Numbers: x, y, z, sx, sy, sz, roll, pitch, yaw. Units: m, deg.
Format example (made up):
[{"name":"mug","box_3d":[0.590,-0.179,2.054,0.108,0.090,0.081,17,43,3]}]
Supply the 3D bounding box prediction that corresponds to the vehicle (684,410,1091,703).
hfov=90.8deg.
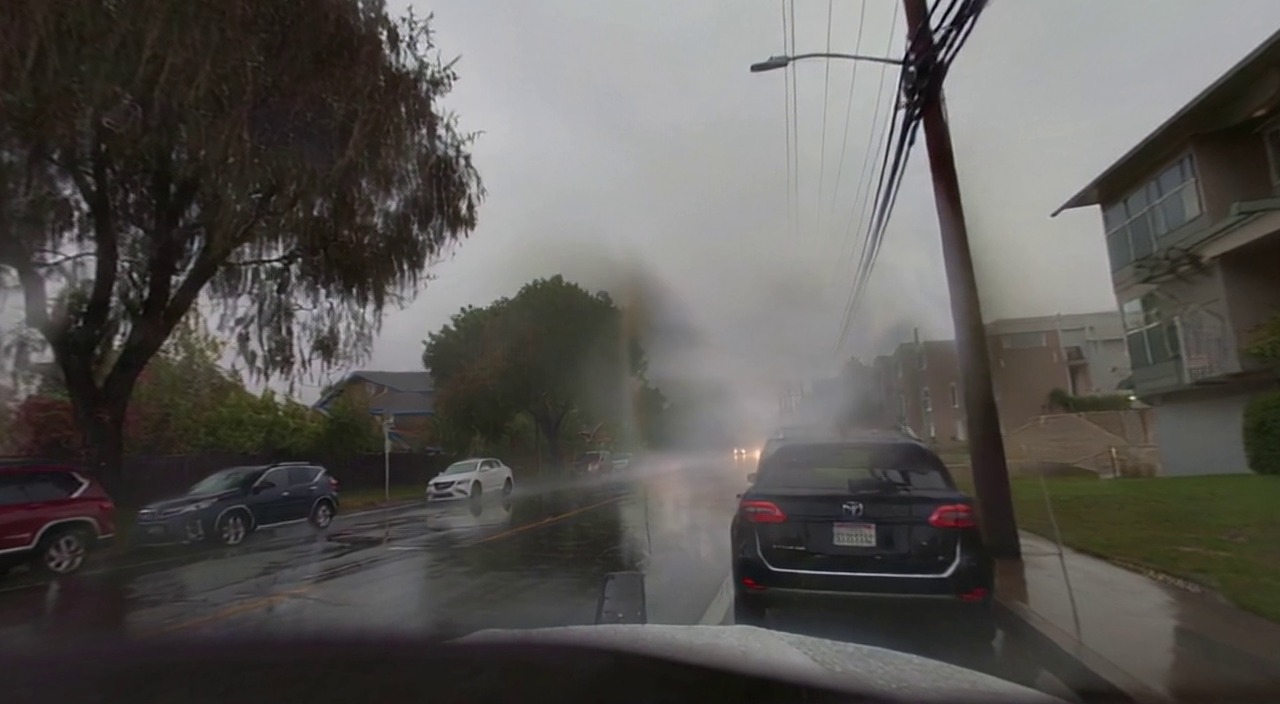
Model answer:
[{"name":"vehicle","box_3d":[1.770,1.436,5.731,2.030,1.535,4.683,-2,-9,12]}]

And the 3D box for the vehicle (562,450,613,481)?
[{"name":"vehicle","box_3d":[-3.242,7.141,40.025,2.011,1.801,4.676,-2,-9,12]}]

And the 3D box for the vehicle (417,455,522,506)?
[{"name":"vehicle","box_3d":[-6.622,5.033,25.074,2.017,1.582,4.664,-9,-12,11]}]

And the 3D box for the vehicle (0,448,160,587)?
[{"name":"vehicle","box_3d":[-9.646,2.345,8.474,1.973,1.848,5.100,-9,-12,9]}]

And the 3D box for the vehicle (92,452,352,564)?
[{"name":"vehicle","box_3d":[-8.576,3.205,13.611,2.068,1.745,4.579,-9,-11,8]}]
